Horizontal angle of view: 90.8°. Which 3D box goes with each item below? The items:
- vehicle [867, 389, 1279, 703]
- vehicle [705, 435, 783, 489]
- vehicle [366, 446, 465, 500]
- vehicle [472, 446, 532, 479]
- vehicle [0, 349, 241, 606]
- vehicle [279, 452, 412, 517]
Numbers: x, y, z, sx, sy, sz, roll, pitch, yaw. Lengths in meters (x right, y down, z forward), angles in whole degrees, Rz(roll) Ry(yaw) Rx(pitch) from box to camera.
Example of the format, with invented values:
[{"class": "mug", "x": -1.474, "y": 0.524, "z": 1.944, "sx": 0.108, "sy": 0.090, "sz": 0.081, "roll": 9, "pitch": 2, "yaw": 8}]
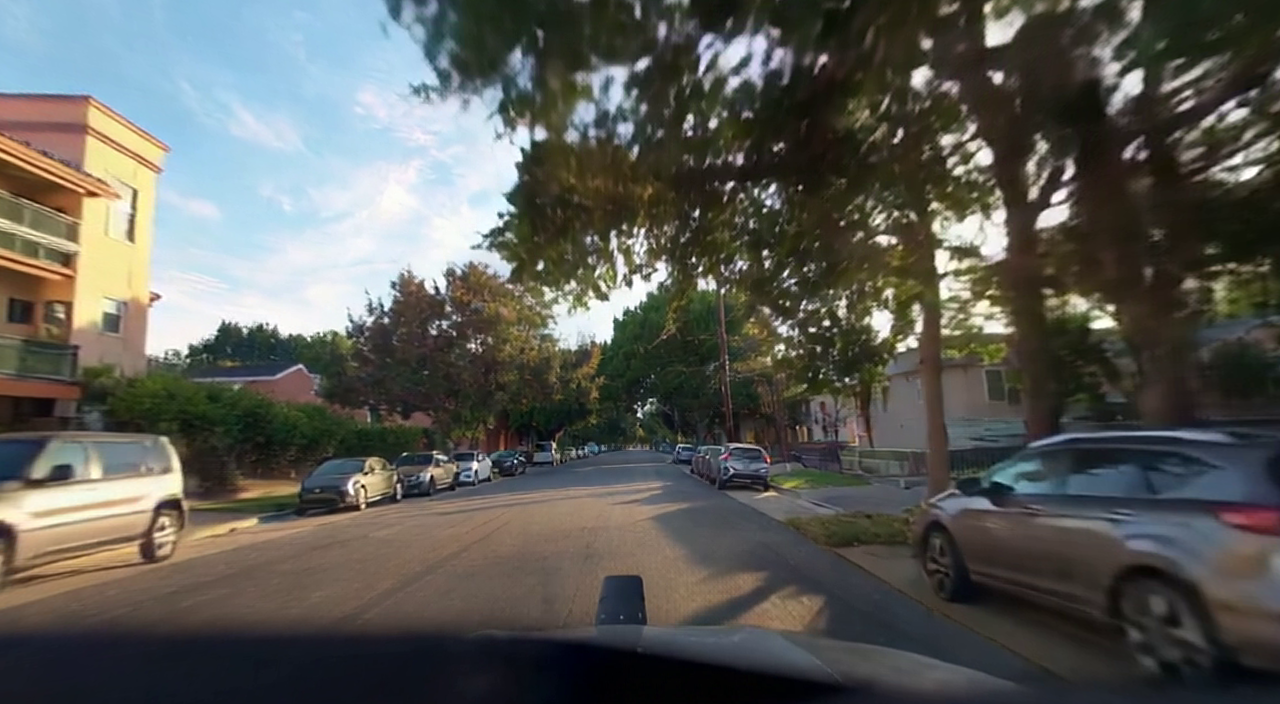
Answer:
[{"class": "vehicle", "x": 3.631, "y": 1.256, "z": 4.657, "sx": 2.132, "sy": 1.564, "sz": 4.625, "roll": 0, "pitch": -9, "yaw": -1}, {"class": "vehicle", "x": 3.591, "y": 3.902, "z": 22.774, "sx": 2.095, "sy": 1.694, "sz": 4.592, "roll": -1, "pitch": -8, "yaw": 1}, {"class": "vehicle", "x": -7.772, "y": 4.254, "z": 22.428, "sx": 1.917, "sy": 1.618, "sz": 4.825, "roll": -1, "pitch": -10, "yaw": -2}, {"class": "vehicle", "x": -7.473, "y": 6.025, "z": 34.753, "sx": 2.145, "sy": 1.488, "sz": 4.646, "roll": -3, "pitch": -8, "yaw": 1}, {"class": "vehicle", "x": -7.136, "y": 1.437, "z": 7.524, "sx": 1.889, "sy": 2.463, "sz": 4.142, "roll": -1, "pitch": -9, "yaw": 1}, {"class": "vehicle", "x": -7.708, "y": 3.469, "z": 17.037, "sx": 1.873, "sy": 1.437, "sz": 4.068, "roll": -1, "pitch": -8, "yaw": -4}]
